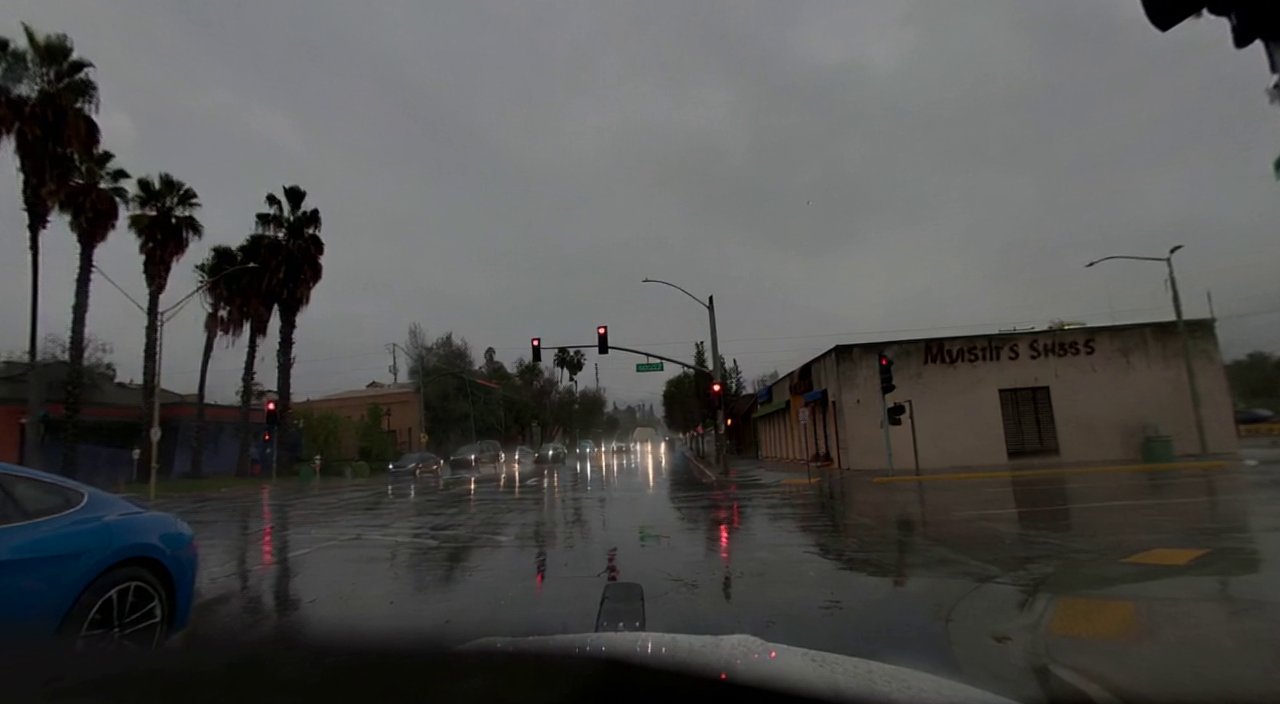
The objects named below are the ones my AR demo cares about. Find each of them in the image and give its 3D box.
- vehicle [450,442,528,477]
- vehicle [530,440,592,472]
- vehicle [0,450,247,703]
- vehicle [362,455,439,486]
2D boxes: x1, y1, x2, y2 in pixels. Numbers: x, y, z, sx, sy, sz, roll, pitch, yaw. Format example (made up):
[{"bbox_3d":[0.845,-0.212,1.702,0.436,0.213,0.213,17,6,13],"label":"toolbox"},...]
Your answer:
[{"bbox_3d":[-8.437,6.082,35.942,2.152,1.825,5.406,-2,-9,11],"label":"vehicle"},{"bbox_3d":[-4.527,6.063,36.903,2.092,1.709,4.775,-2,-9,12],"label":"vehicle"},{"bbox_3d":[-3.698,1.024,2.248,1.850,1.325,4.295,0,-9,0],"label":"vehicle"},{"bbox_3d":[-12.657,6.260,33.723,1.880,1.440,4.418,-3,-9,9],"label":"vehicle"}]
